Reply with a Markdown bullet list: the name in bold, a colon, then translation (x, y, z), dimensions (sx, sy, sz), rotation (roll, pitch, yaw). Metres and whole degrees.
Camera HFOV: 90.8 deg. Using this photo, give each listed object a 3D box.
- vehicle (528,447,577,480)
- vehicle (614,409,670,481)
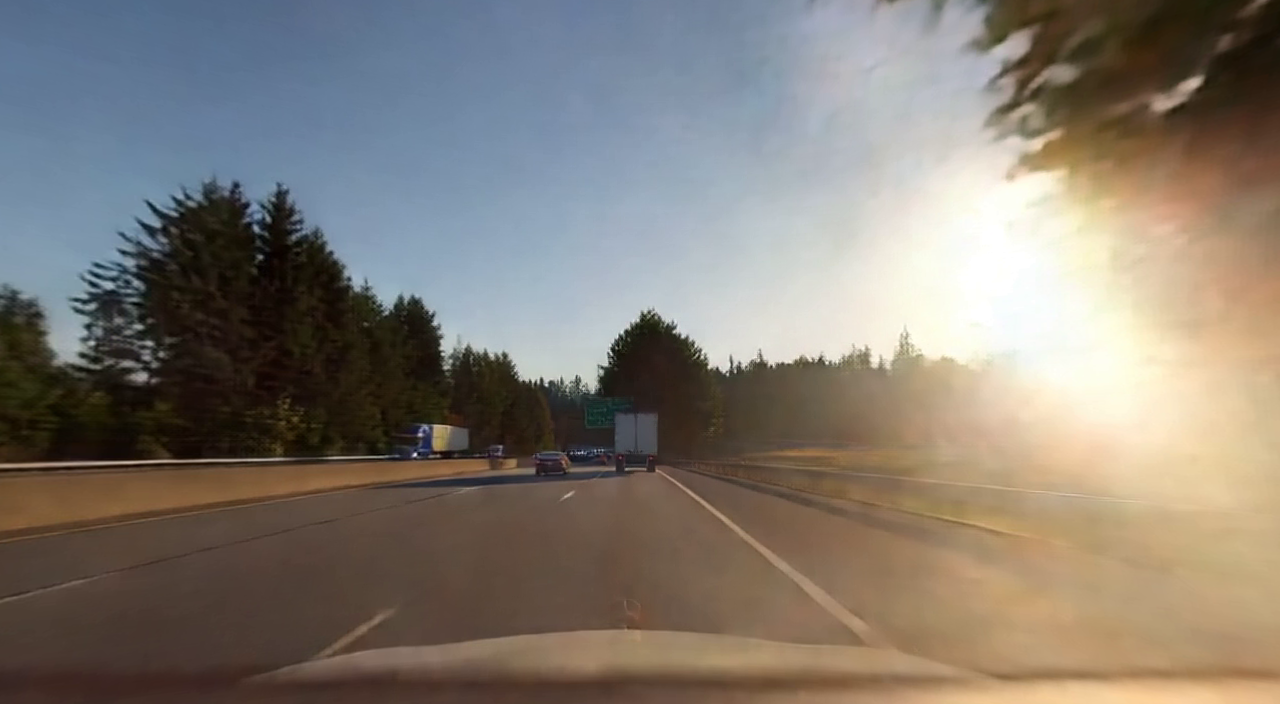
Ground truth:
- **vehicle**: translation (-4.431, 5.746, 32.574), dimensions (1.964, 1.556, 4.071), rotation (0, -9, 0)
- **vehicle**: translation (0.002, 5.958, 39.793), dimensions (2.976, 3.800, 12.335), rotation (0, -9, -1)
